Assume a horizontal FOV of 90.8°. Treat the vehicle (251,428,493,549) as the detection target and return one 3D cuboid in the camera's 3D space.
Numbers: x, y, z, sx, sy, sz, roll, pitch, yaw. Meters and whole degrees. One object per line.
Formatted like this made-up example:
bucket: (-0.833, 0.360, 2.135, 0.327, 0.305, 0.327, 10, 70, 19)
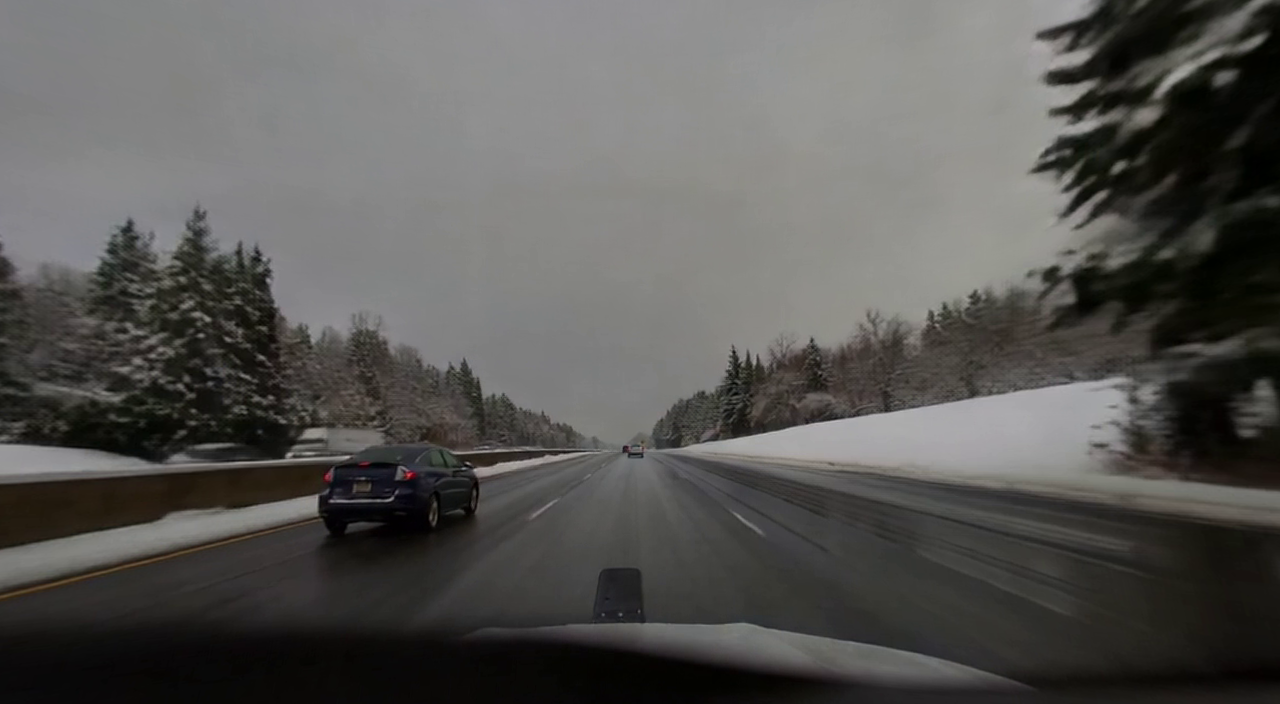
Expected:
vehicle: (-3.980, 2.086, 10.386, 2.050, 1.547, 4.266, 0, -8, 1)
